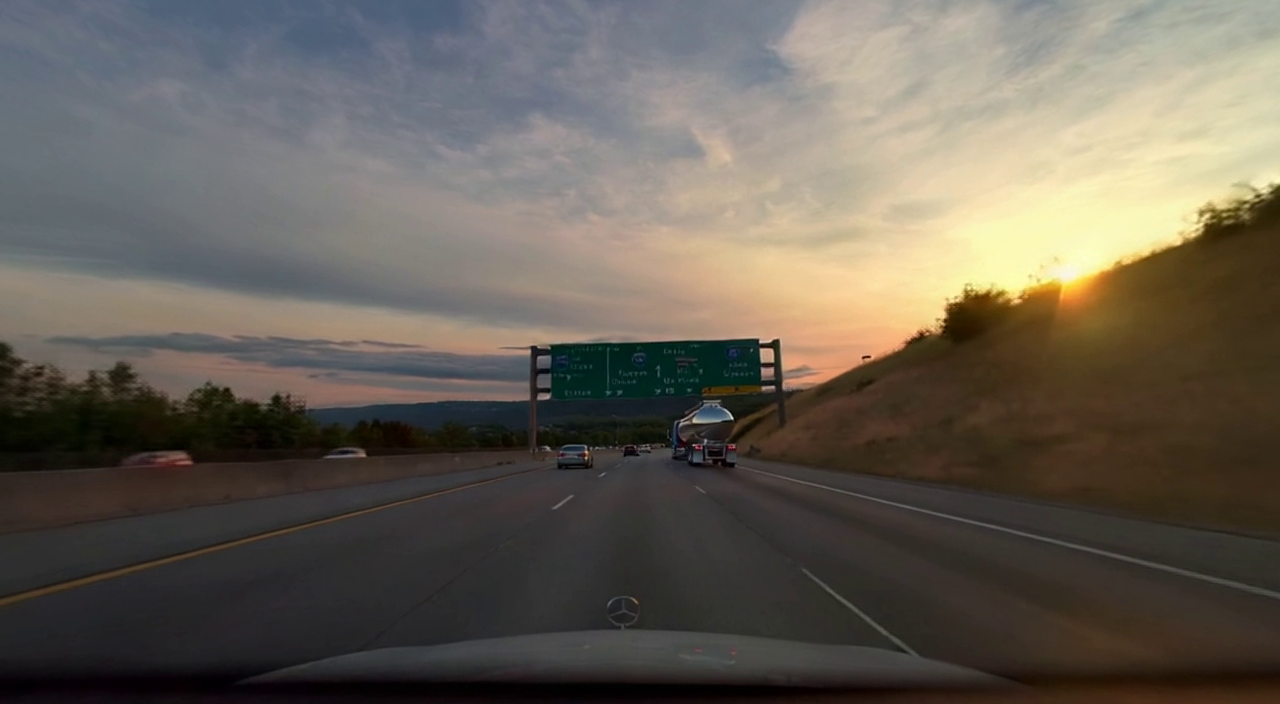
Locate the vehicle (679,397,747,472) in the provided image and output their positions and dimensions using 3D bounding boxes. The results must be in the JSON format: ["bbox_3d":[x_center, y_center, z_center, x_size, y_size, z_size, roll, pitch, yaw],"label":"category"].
[{"bbox_3d":[3.949,4.849,36.518,2.759,3.734,9.708,0,-9,0],"label":"vehicle"}]

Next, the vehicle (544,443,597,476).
[{"bbox_3d":[-3.280,5.172,30.538,1.986,1.458,4.506,0,-9,1],"label":"vehicle"}]
